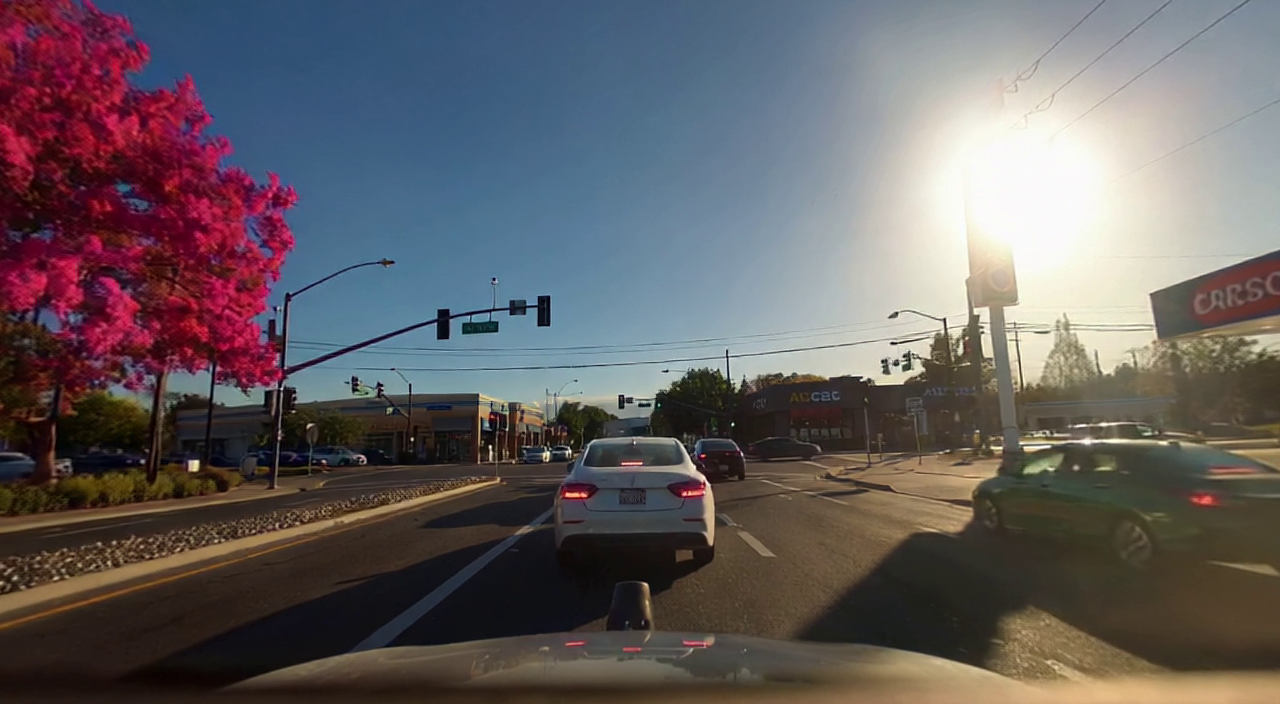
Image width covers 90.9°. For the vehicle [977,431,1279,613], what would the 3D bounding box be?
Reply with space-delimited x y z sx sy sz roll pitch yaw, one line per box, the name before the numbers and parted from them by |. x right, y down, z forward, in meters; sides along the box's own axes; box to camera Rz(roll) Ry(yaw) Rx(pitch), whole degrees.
vehicle | 6.233 1.753 7.551 1.942 1.511 4.390 0 -8 0

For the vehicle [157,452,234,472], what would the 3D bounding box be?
vehicle | -33.257 8.232 47.228 4.466 1.438 1.837 -1 -8 5

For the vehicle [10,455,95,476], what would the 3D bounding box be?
vehicle | -43.421 8.370 46.616 4.609 1.465 1.944 -1 -8 7

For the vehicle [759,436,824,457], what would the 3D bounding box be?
vehicle | 11.583 7.245 48.288 4.458 1.510 1.947 -6 -10 33

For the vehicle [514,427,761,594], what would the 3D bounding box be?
vehicle | -0.047 1.726 7.759 2.213 1.482 4.057 0 -8 -1
